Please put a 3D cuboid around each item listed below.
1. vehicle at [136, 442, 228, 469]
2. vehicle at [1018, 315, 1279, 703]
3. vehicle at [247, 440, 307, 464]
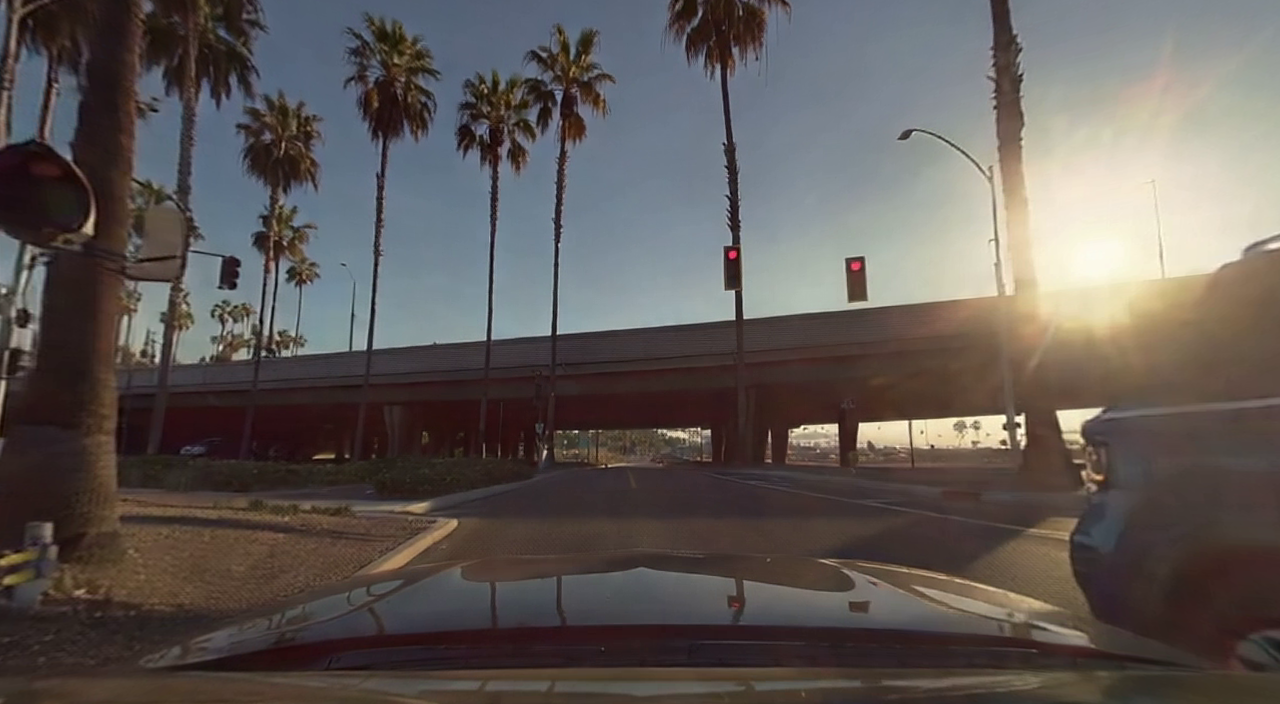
[{"bbox_3d":[-26.554,6.021,36.681,1.830,1.443,4.551,0,-9,2],"label":"vehicle"},{"bbox_3d":[3.445,0.631,1.602,2.028,1.770,4.737,0,-9,1],"label":"vehicle"},{"bbox_3d":[-26.260,7.212,45.640,1.941,1.631,4.017,0,-9,0],"label":"vehicle"}]
